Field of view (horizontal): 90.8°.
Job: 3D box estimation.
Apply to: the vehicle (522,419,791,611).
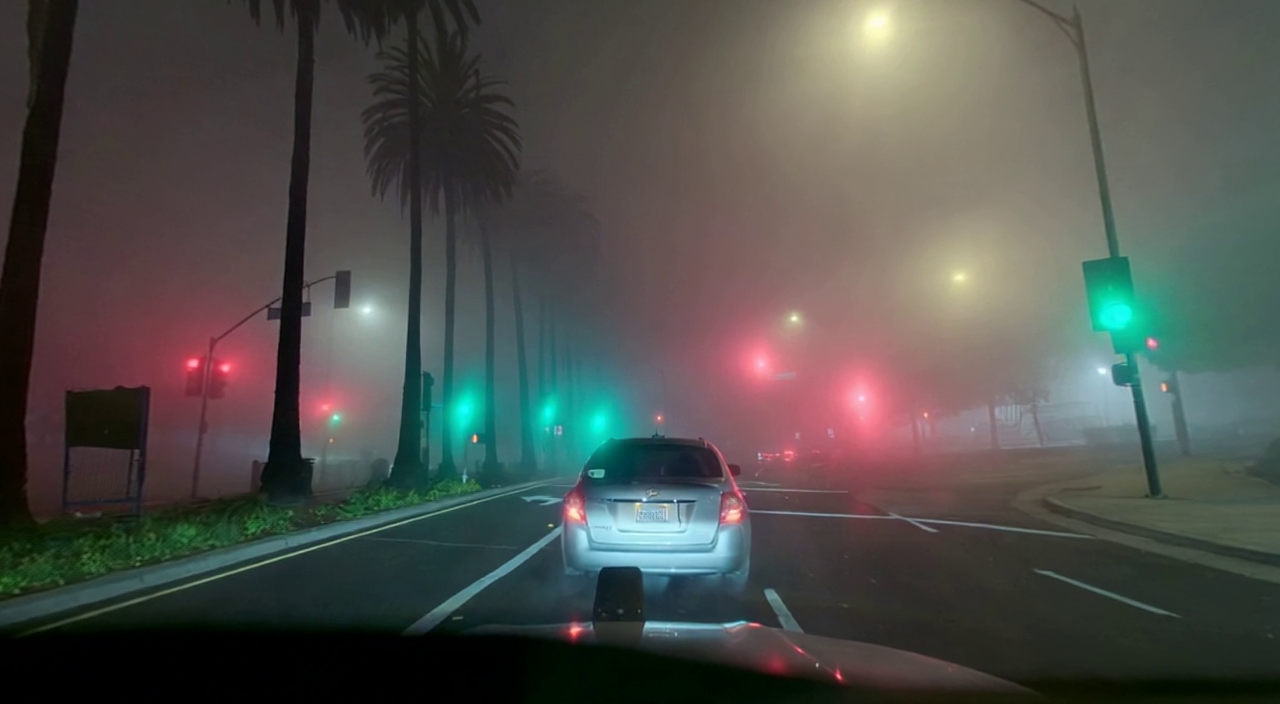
[{"bbox_3d":[0.151,1.589,7.058,2.096,1.492,4.071,0,-9,1],"label":"vehicle"}]
